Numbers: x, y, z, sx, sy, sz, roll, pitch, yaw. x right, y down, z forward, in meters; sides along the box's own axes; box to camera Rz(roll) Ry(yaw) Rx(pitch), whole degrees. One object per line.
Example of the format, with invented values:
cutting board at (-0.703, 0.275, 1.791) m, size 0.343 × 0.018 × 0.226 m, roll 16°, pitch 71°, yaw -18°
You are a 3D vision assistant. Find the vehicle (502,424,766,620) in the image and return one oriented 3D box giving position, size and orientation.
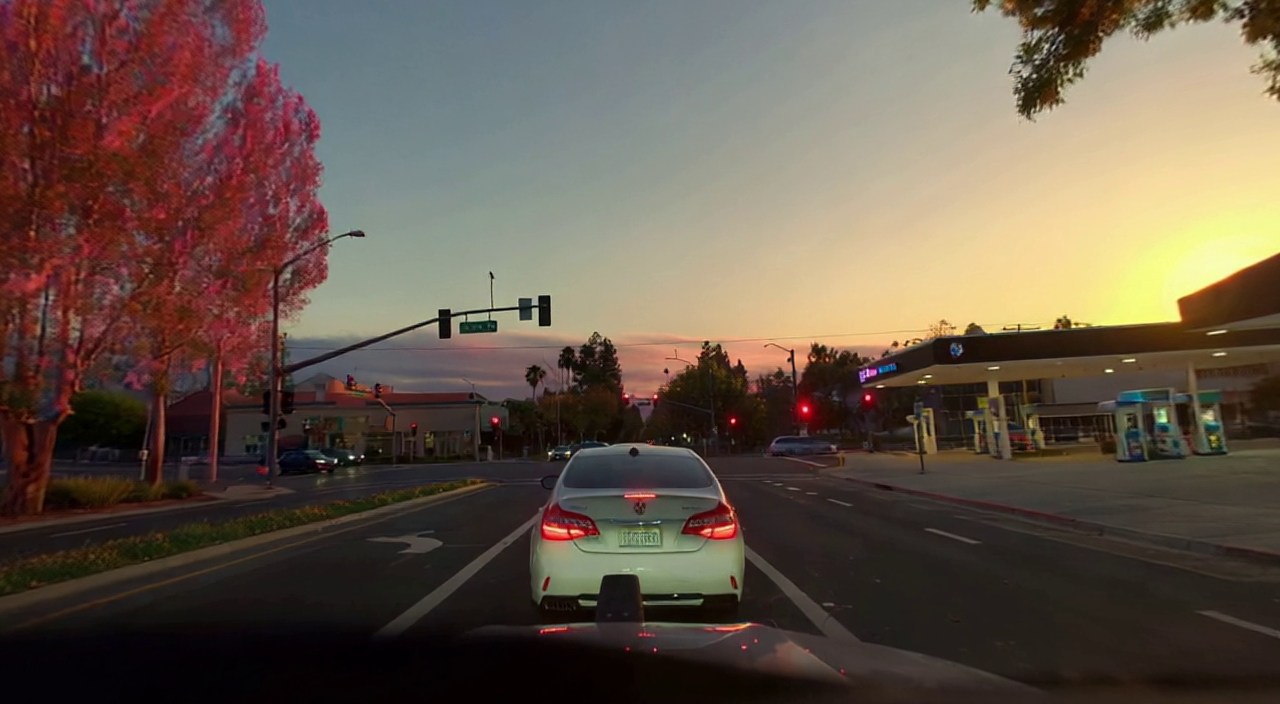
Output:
vehicle at (-0.045, 1.601, 6.910) m, size 2.010 × 1.482 × 4.057 m, roll 0°, pitch -8°, yaw 0°

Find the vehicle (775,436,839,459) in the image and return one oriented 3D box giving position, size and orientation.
vehicle at (11.616, 6.653, 43.980) m, size 3.975 × 1.563 × 1.755 m, roll -1°, pitch -8°, yaw 5°

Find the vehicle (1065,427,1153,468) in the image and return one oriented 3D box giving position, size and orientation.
vehicle at (18.575, 3.758, 24.905) m, size 4.091 × 1.495 × 2.053 m, roll 8°, pitch -12°, yaw -44°

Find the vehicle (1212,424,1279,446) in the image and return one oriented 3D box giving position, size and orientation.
vehicle at (41.705, 5.558, 42.175) m, size 4.813 × 1.455 × 1.889 m, roll 0°, pitch -8°, yaw 1°
